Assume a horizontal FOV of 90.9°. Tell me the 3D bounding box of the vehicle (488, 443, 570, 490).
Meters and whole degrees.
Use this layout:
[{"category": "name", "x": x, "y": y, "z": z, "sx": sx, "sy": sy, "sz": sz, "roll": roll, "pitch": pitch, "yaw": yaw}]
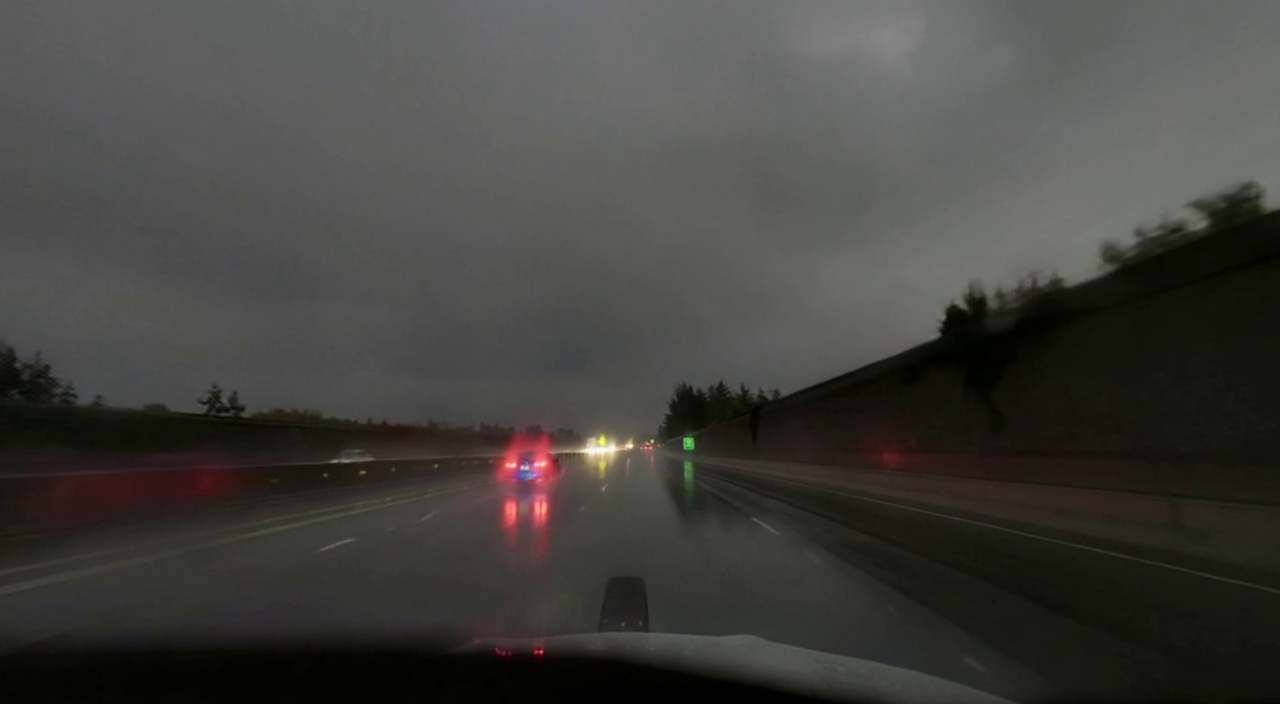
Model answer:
[{"category": "vehicle", "x": -3.963, "y": 4.198, "z": 23.355, "sx": 2.160, "sy": 1.552, "sz": 4.592, "roll": 0, "pitch": -9, "yaw": 1}]
